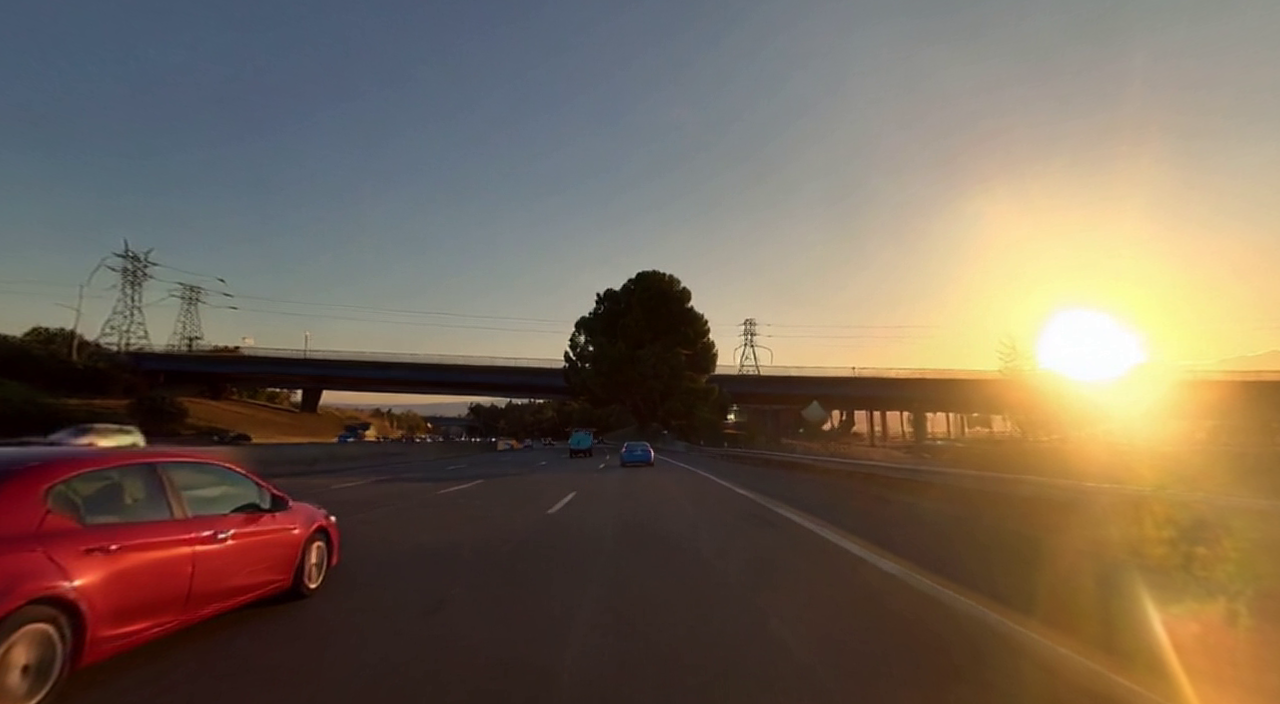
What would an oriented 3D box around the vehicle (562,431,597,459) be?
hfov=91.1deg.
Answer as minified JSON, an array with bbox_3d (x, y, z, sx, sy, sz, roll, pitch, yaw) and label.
[{"bbox_3d":[-4.031,6.237,42.135,2.174,1.806,3.932,0,-8,-3],"label":"vehicle"}]

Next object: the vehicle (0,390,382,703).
[{"bbox_3d":[-3.623,1.113,3.904,2.035,1.514,4.600,0,-8,1],"label":"vehicle"}]

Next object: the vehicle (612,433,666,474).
[{"bbox_3d":[-0.106,3.927,24.548,1.954,1.460,3.983,0,-8,-2],"label":"vehicle"}]
